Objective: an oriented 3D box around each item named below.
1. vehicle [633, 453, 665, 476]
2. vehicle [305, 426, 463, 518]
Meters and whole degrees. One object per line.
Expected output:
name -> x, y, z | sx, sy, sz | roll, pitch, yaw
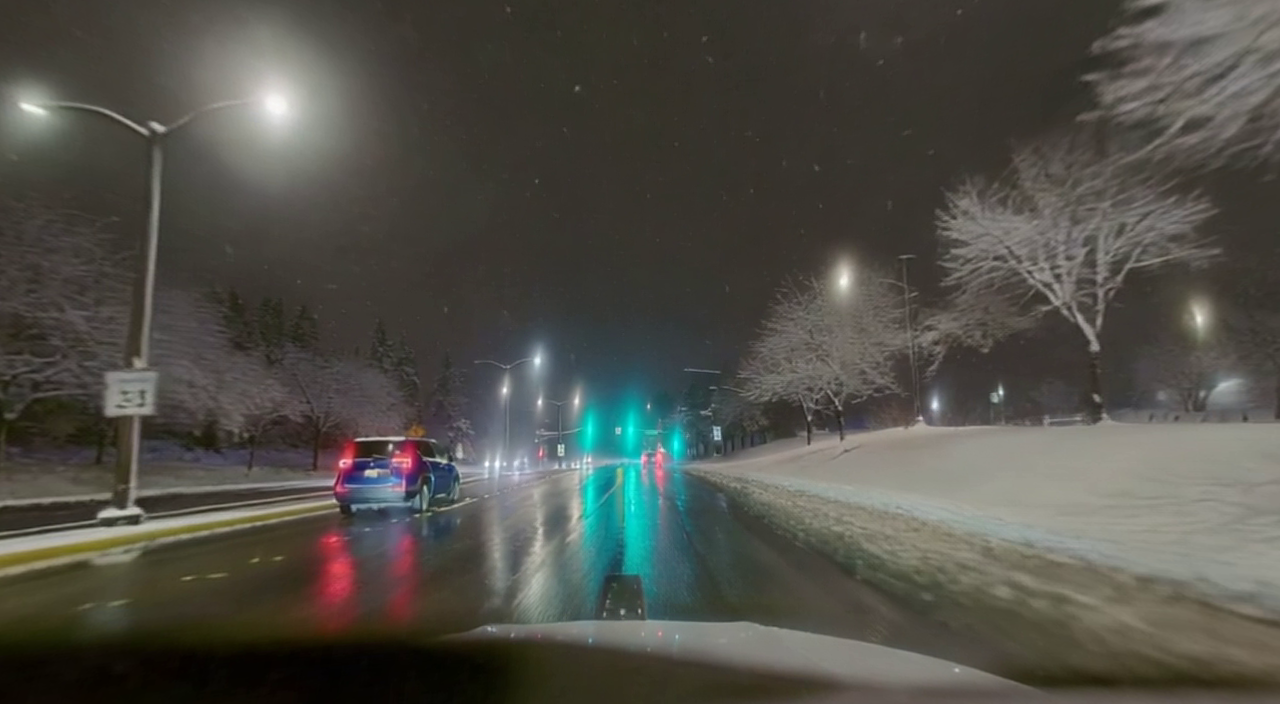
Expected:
vehicle -> 0.588, 7.806, 43.862 | 2.091, 1.494, 3.962 | 0, -9, -1
vehicle -> -5.993, 2.846, 15.437 | 2.027, 1.908, 4.273 | 0, -9, 0
